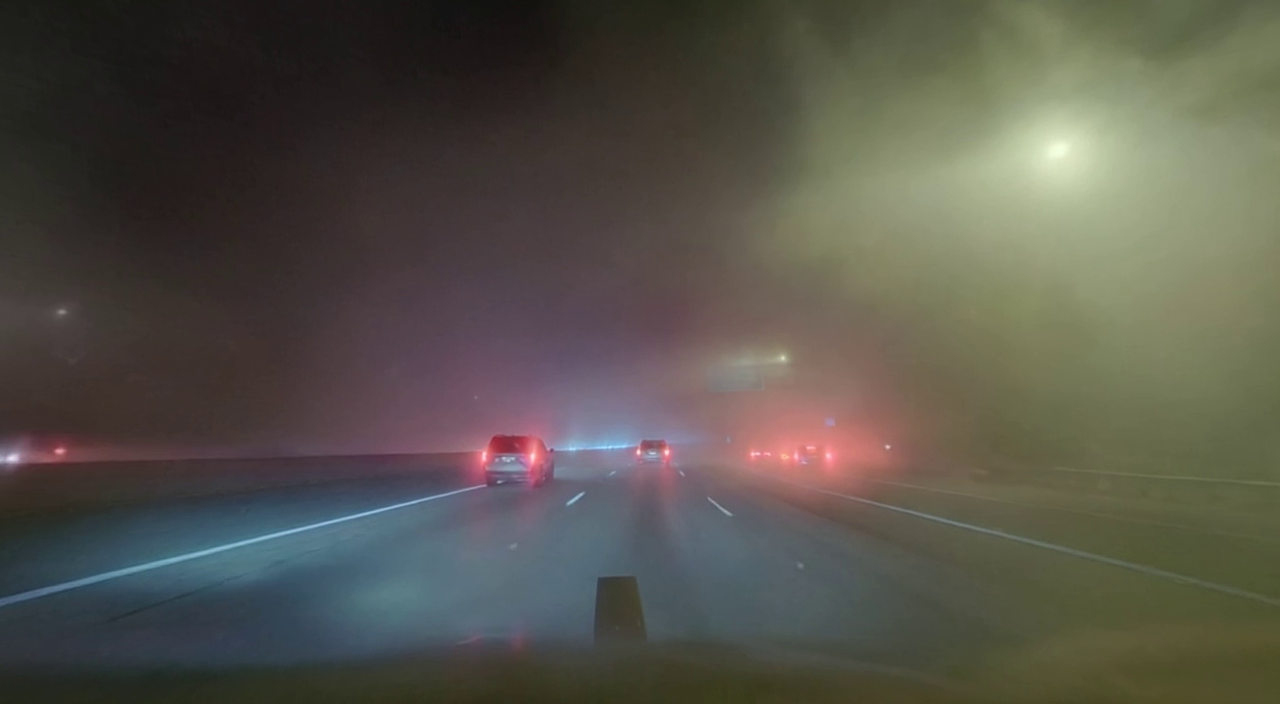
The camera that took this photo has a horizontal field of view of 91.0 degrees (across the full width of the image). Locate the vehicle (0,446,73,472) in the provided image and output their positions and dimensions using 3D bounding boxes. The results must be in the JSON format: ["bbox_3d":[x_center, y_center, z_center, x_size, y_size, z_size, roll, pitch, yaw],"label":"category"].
[{"bbox_3d":[-38.365,6.575,38.889,1.897,1.528,4.789,-1,-9,5],"label":"vehicle"}]

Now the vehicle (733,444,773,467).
[{"bbox_3d":[7.884,7.251,44.257,2.005,1.456,4.287,0,-9,0],"label":"vehicle"}]

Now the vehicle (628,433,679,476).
[{"bbox_3d":[0.667,4.914,30.390,2.270,1.862,4.949,0,-9,1],"label":"vehicle"}]

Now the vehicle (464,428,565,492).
[{"bbox_3d":[-3.762,3.347,19.723,2.142,1.759,4.297,0,-9,2],"label":"vehicle"}]

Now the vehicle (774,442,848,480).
[{"bbox_3d":[7.261,4.675,27.181,1.936,1.480,4.373,0,-9,0],"label":"vehicle"}]
